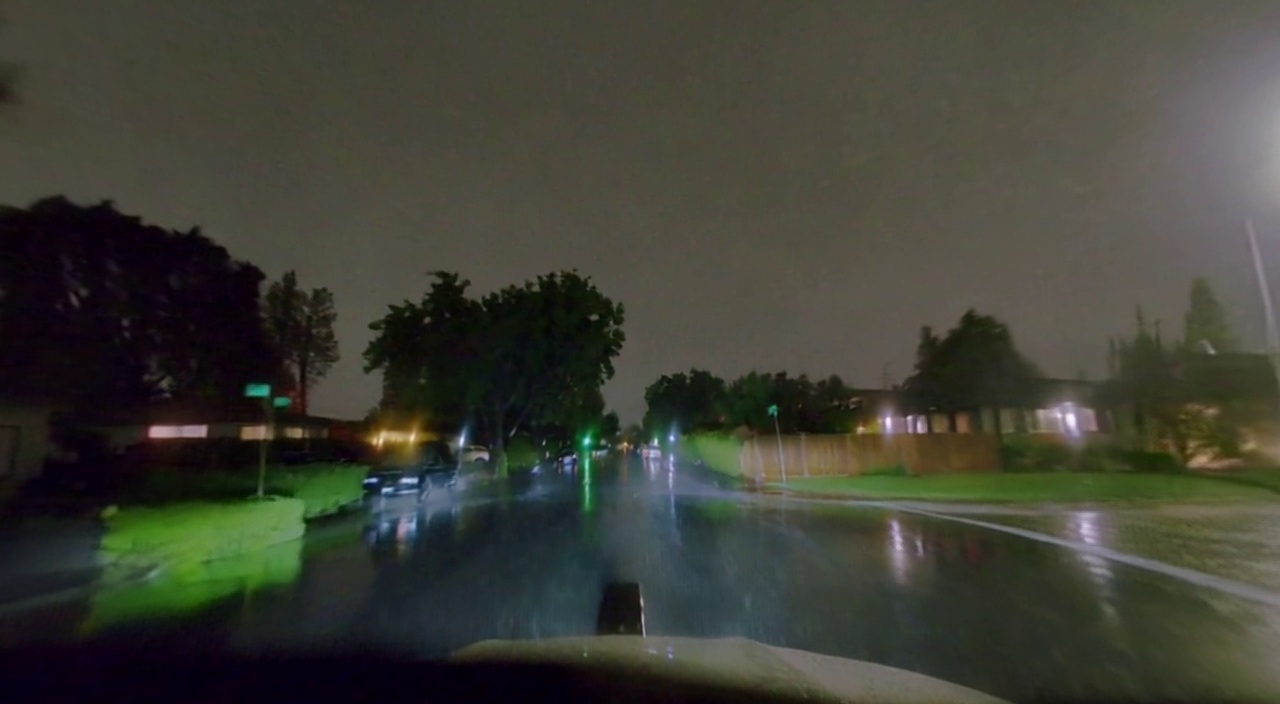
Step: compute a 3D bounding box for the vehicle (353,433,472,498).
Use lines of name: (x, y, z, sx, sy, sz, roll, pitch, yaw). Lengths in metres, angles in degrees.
vehicle: (-7.419, 3.784, 21.205, 2.091, 1.912, 4.598, 0, -10, 2)

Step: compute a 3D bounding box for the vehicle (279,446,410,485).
vehicle: (-12.420, 4.773, 26.755, 4.538, 1.578, 2.000, 0, -9, 1)
